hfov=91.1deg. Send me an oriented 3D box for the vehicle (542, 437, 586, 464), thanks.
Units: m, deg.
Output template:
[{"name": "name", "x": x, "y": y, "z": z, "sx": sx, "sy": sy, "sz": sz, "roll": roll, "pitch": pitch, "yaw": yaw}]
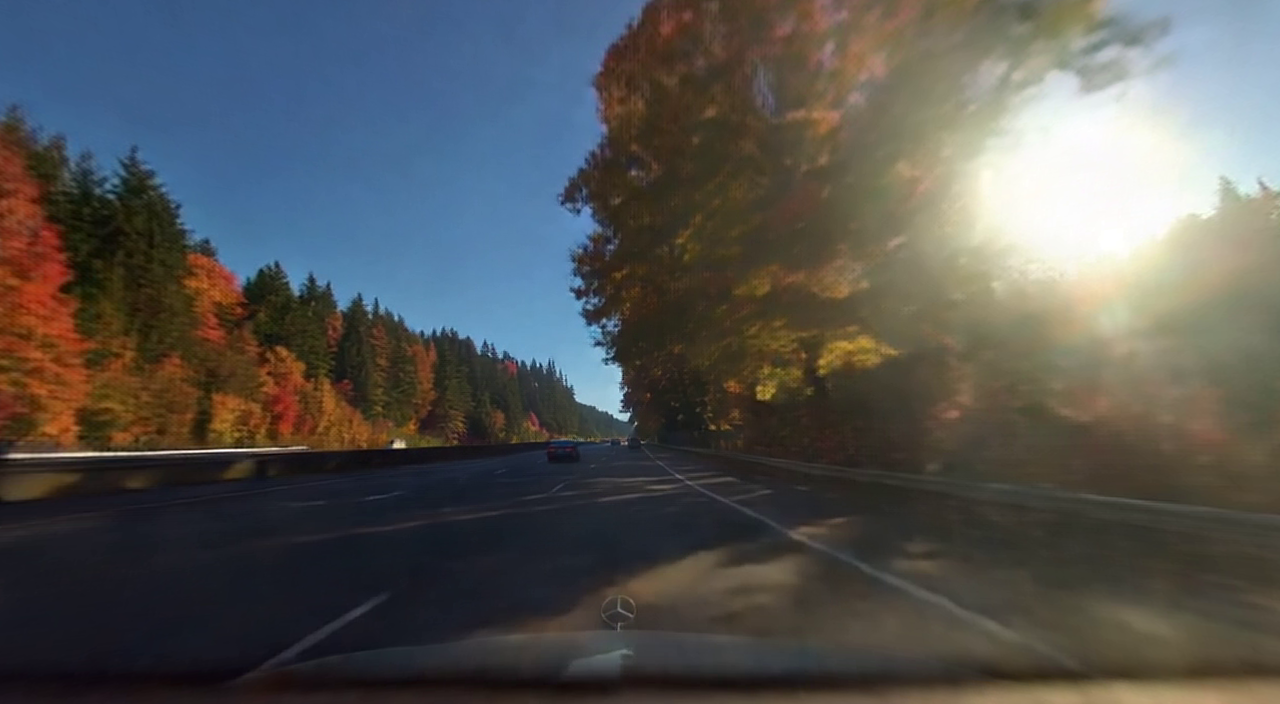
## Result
[{"name": "vehicle", "x": -4.442, "y": 5.839, "z": 37.383, "sx": 2.004, "sy": 1.497, "sz": 4.260, "roll": 0, "pitch": -8, "yaw": 1}]
